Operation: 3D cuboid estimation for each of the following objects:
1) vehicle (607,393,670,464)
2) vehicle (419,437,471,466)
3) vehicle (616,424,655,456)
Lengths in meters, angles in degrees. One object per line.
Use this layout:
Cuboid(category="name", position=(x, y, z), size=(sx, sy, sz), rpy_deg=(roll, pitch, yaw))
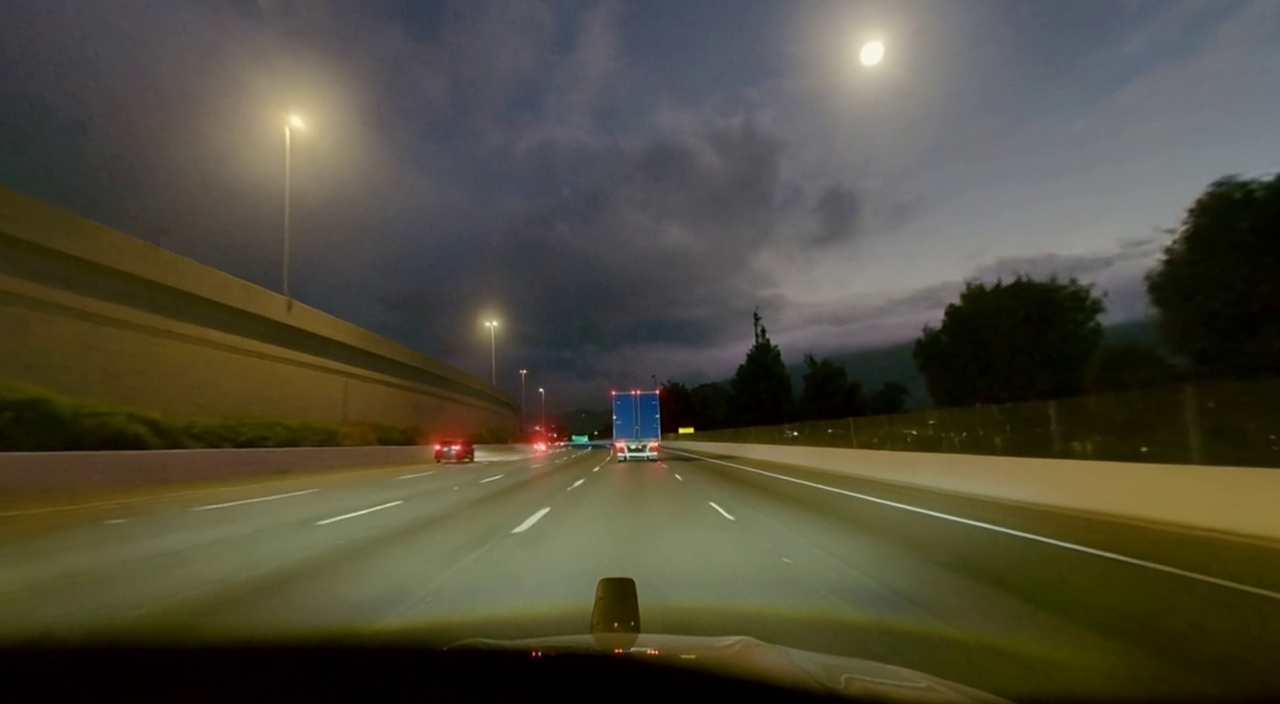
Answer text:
Cuboid(category="vehicle", position=(-0.377, 4.873, 38.983), size=(3.233, 3.678, 11.032), rpy_deg=(0, -9, -4))
Cuboid(category="vehicle", position=(-11.778, 6.033, 38.479), size=(1.919, 1.625, 4.183), rpy_deg=(0, -8, -1))
Cuboid(category="vehicle", position=(-0.320, 4.984, 35.744), size=(2.052, 1.666, 4.358), rpy_deg=(0, -8, -3))
